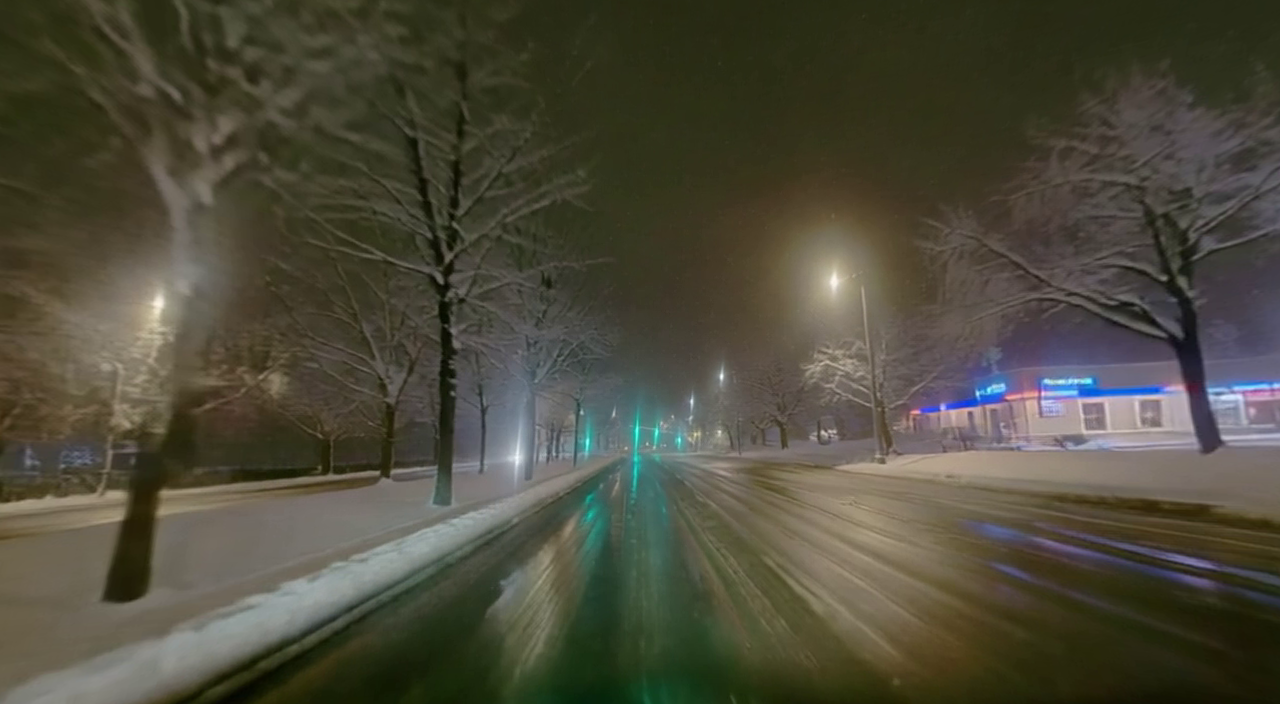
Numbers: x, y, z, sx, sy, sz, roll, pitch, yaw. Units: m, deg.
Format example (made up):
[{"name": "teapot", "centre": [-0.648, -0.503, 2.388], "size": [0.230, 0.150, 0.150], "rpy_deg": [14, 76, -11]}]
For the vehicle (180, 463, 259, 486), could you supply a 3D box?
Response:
[{"name": "vehicle", "centre": [-31.310, 9.126, 47.064], "size": [4.622, 1.466, 1.842], "rpy_deg": [4, -10, -27]}]
